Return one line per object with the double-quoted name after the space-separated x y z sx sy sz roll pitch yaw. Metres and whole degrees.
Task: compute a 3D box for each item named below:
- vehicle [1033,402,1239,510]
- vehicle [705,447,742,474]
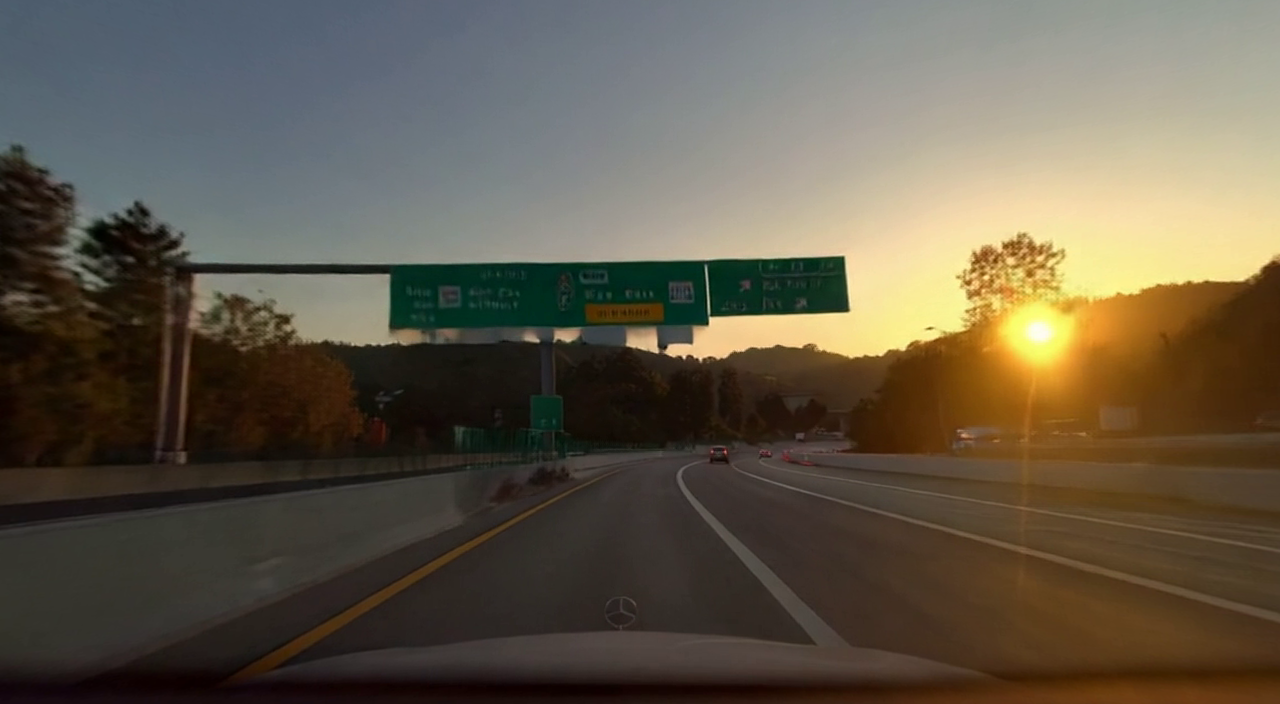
12.545 2.668 16.302 3.055 2.511 2.572 -1 -9 5 "vehicle"
5.063 6.613 38.745 1.874 1.506 4.116 -1 -9 3 "vehicle"
